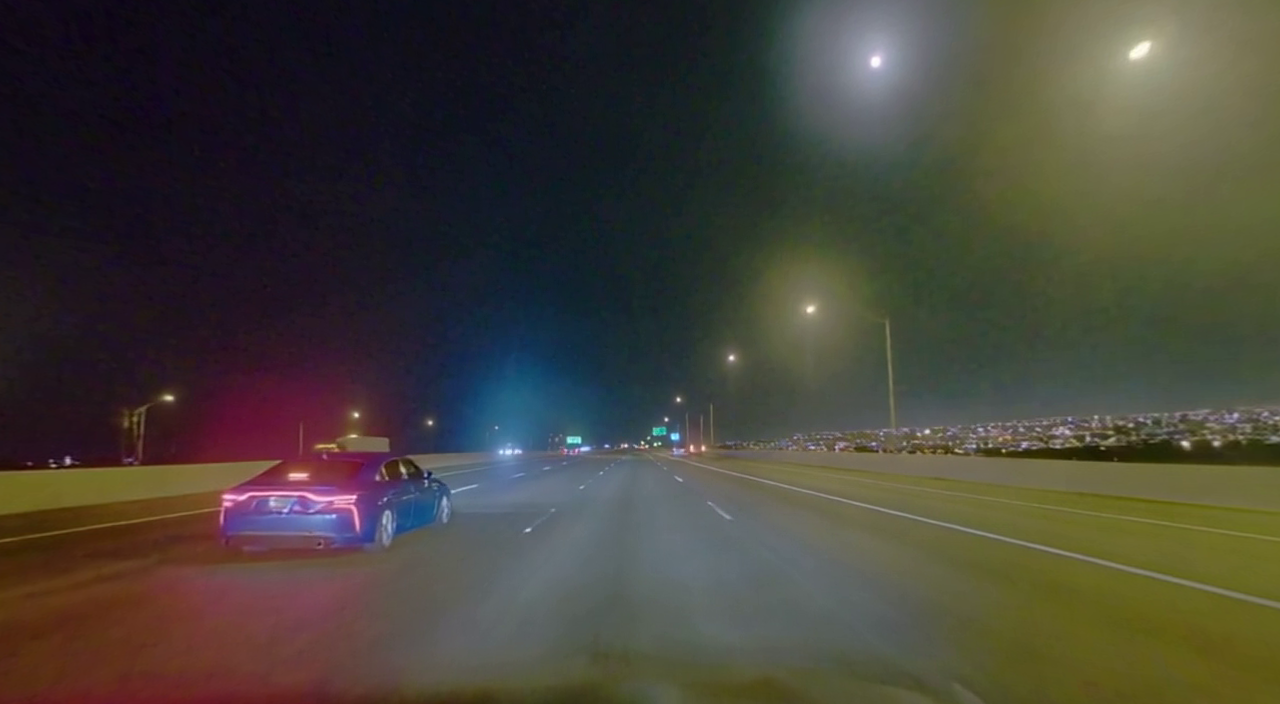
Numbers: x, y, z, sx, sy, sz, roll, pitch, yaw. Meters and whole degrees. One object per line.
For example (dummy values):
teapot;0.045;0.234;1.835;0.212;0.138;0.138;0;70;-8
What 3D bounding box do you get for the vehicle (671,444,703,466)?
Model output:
vehicle;3.395;7.493;46.285;2.000;1.533;3.770;0;-8;-1
